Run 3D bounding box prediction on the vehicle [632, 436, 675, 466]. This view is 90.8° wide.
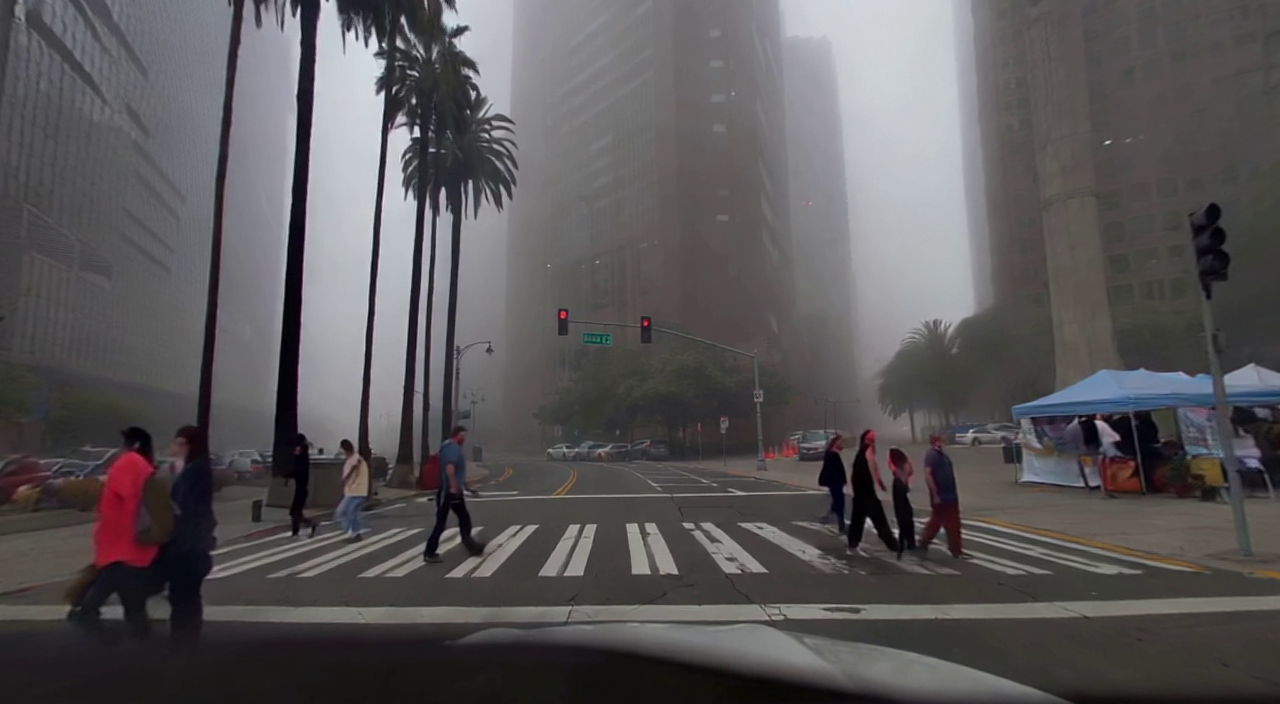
[{"bbox_3d":[0.910,7.291,46.672,2.322,2.071,5.366,1,-9,-9],"label":"vehicle"}]
